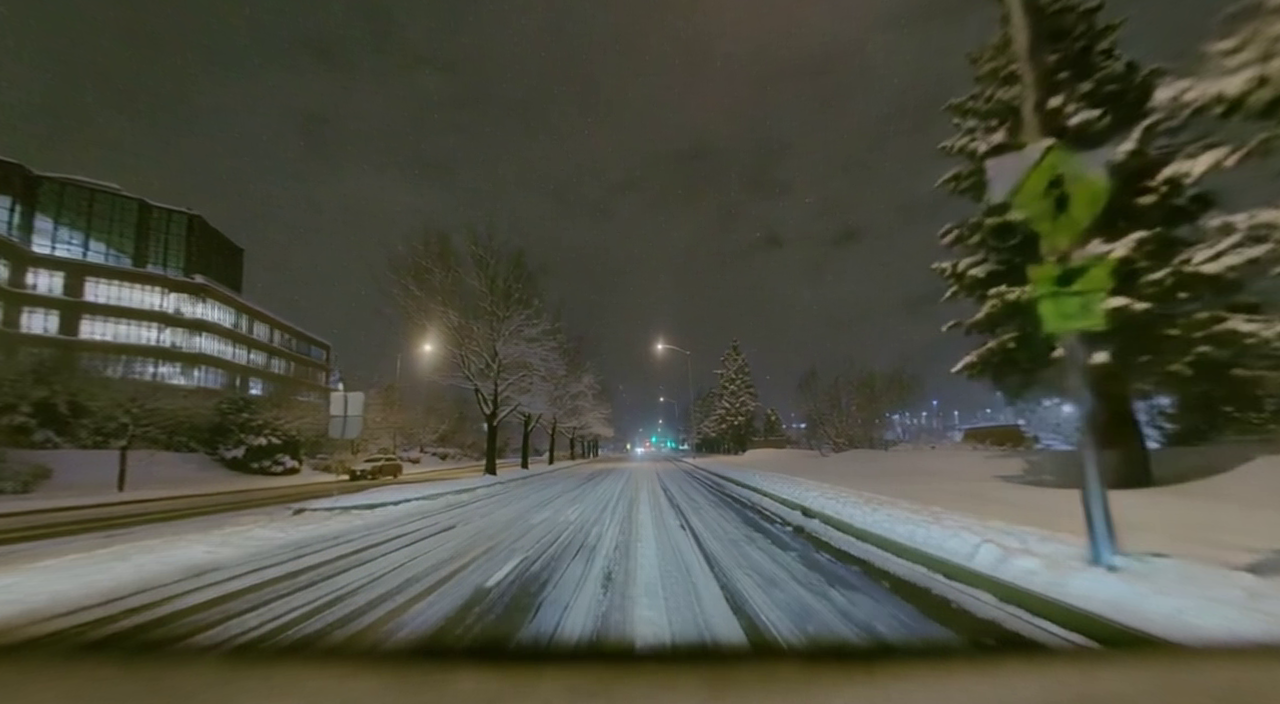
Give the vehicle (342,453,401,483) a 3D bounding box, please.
[{"bbox_3d":[-16.690,7.203,39.381,1.807,1.570,4.557,-4,-9,-1],"label":"vehicle"}]
